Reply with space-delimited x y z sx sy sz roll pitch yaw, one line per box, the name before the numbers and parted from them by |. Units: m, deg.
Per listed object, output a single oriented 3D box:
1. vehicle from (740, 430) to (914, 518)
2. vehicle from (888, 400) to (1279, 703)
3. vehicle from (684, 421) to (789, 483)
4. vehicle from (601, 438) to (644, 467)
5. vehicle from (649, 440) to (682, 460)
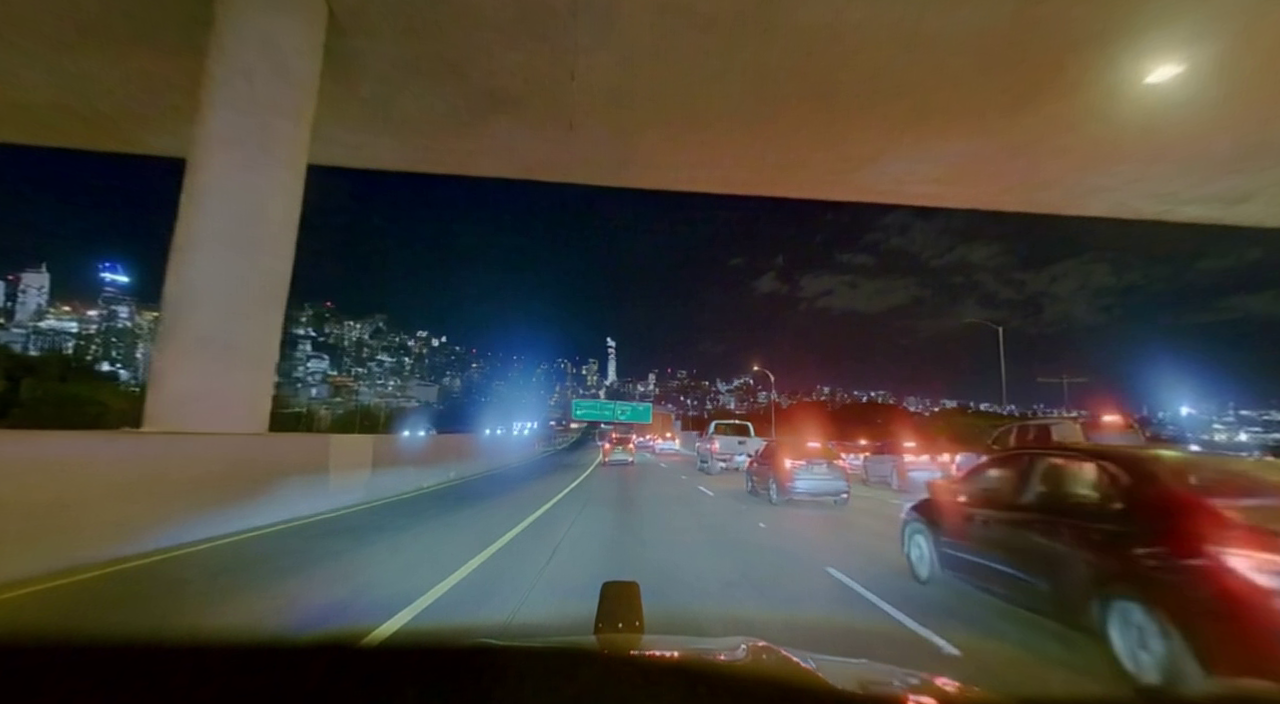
vehicle | 3.633 2.476 13.443 2.048 1.497 4.952 0 -8 -2
vehicle | 3.483 1.115 3.798 2.074 1.455 4.646 0 -8 0
vehicle | 3.512 3.895 24.931 2.747 2.061 7.011 0 -8 -3
vehicle | -0.991 5.598 35.392 2.266 1.549 3.978 0 -8 -2
vehicle | 1.942 7.619 49.322 2.057 1.517 4.538 0 -8 -4
